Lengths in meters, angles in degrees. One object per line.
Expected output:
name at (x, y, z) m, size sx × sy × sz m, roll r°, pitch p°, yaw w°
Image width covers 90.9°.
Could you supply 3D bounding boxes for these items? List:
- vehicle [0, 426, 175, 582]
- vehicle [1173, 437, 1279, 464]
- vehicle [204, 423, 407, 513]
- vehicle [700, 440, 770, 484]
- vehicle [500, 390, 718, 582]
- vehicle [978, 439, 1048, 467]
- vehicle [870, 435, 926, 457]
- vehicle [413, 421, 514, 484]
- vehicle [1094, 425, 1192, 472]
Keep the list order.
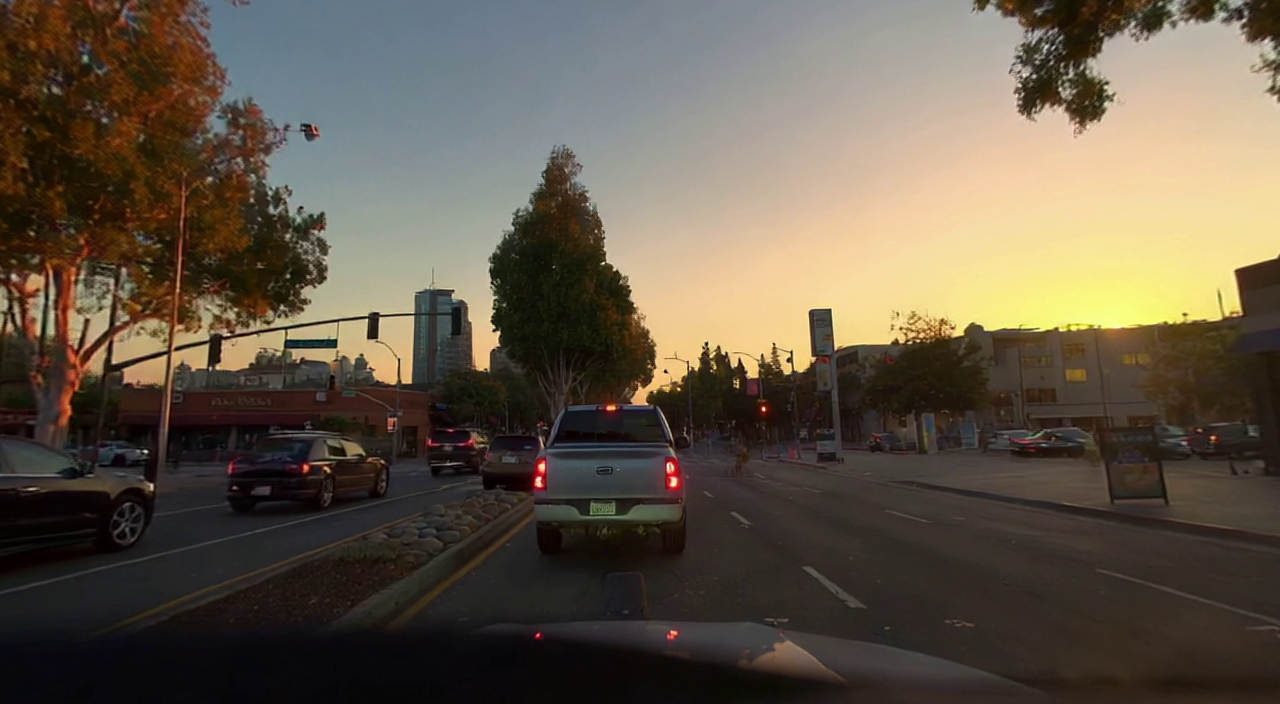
vehicle at (-6.968, 1.434, 5.938) m, size 1.831 × 1.451 × 4.382 m, roll 0°, pitch -8°, yaw 0°
vehicle at (29.728, 4.939, 31.660) m, size 4.176 × 1.313 × 1.719 m, roll 0°, pitch -8°, yaw 2°
vehicle at (-7.122, 2.510, 14.116) m, size 1.941 × 1.655 × 4.503 m, roll 0°, pitch -8°, yaw 2°
vehicle at (3.424, 4.046, 23.510) m, size 2.023 × 1.441 × 4.240 m, roll 0°, pitch -8°, yaw 1°
vehicle at (-0.311, 1.596, 8.231) m, size 2.064 × 1.817 × 4.298 m, roll 0°, pitch -8°, yaw -1°
vehicle at (20.102, 5.405, 33.918) m, size 3.836 × 1.443 × 1.694 m, roll 5°, pitch -10°, yaw -35°
vehicle at (20.104, 7.320, 49.045) m, size 4.361 × 1.653 × 2.034 m, roll 6°, pitch -11°, yaw -37°
vehicle at (-6.460, 3.751, 23.750) m, size 2.496 × 2.112 × 4.351 m, roll 0°, pitch -8°, yaw 0°
vehicle at (19.224, 3.658, 24.041) m, size 4.156 × 1.622 × 1.924 m, roll 7°, pitch -11°, yaw -38°
